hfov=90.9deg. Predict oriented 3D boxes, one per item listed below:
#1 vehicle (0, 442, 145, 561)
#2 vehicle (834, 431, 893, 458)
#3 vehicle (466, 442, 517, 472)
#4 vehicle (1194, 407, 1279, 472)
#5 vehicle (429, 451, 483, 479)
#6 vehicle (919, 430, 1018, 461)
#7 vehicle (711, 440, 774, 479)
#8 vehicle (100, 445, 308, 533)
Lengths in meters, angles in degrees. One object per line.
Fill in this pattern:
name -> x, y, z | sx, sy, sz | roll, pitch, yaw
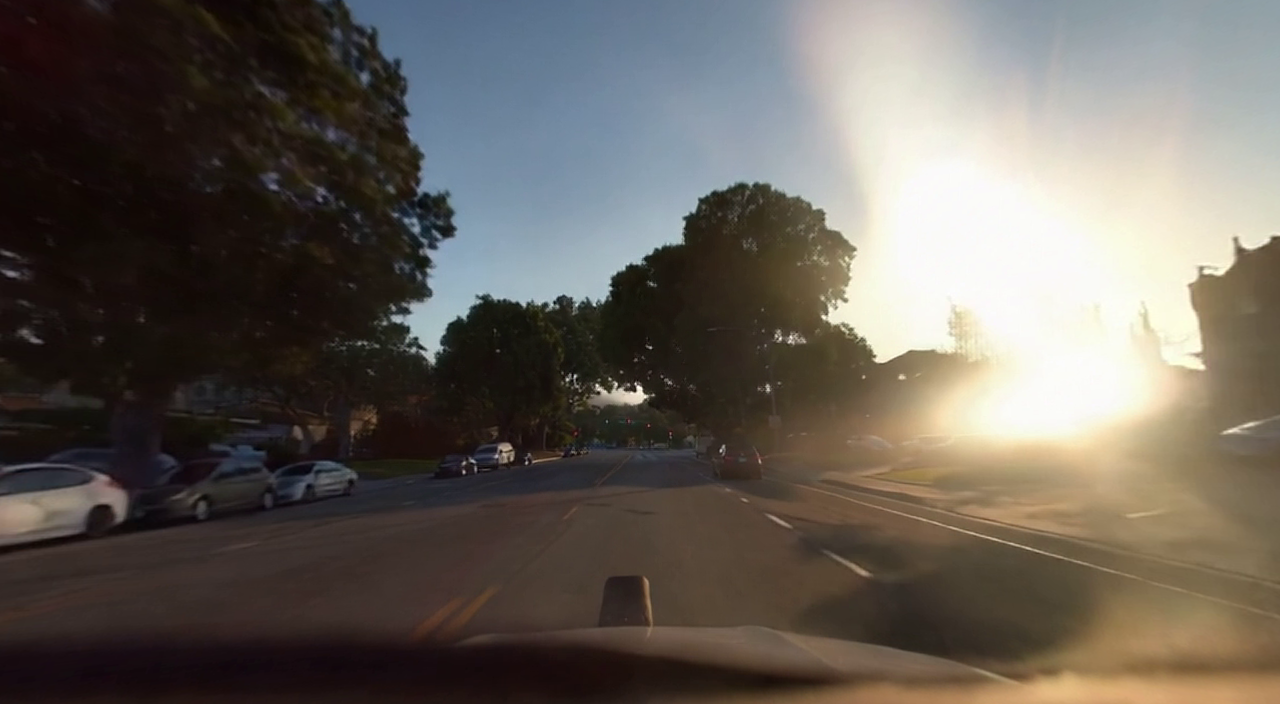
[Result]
vehicle -> -10.828, 2.434, 10.132 | 2.083, 1.791, 4.585 | -5, -8, -1
vehicle -> 15.582, 6.490, 44.206 | 2.129, 1.699, 4.906 | 0, -8, -3
vehicle -> -10.718, 7.598, 45.946 | 2.180, 1.953, 5.787 | -1, -8, 1
vehicle -> 17.740, 2.572, 18.411 | 2.155, 1.670, 4.506 | -8, -11, 40
vehicle -> -10.725, 6.571, 36.984 | 1.829, 1.441, 4.355 | -1, -8, 0
vehicle -> 17.419, 5.004, 33.608 | 4.065, 1.557, 2.107 | 0, -9, -1
vehicle -> 4.342, 4.625, 27.399 | 1.956, 1.492, 4.425 | 0, -8, 0
vehicle -> -10.761, 3.343, 16.139 | 2.231, 1.736, 4.630 | -4, -8, -3
